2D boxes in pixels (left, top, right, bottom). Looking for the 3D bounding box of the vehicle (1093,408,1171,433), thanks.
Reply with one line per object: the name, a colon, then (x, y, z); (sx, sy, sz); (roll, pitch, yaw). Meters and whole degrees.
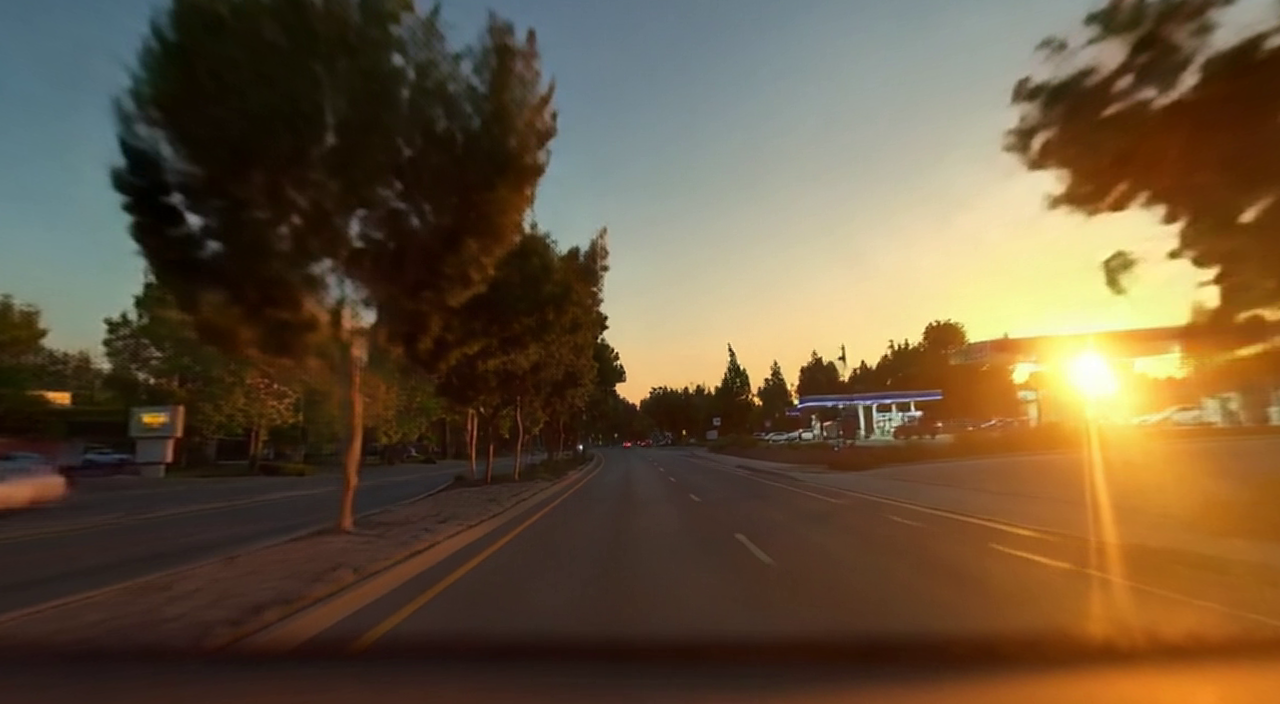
vehicle: (36.396, 5.124, 46.900); (1.841, 1.471, 4.498); (-3, -9, -5)
